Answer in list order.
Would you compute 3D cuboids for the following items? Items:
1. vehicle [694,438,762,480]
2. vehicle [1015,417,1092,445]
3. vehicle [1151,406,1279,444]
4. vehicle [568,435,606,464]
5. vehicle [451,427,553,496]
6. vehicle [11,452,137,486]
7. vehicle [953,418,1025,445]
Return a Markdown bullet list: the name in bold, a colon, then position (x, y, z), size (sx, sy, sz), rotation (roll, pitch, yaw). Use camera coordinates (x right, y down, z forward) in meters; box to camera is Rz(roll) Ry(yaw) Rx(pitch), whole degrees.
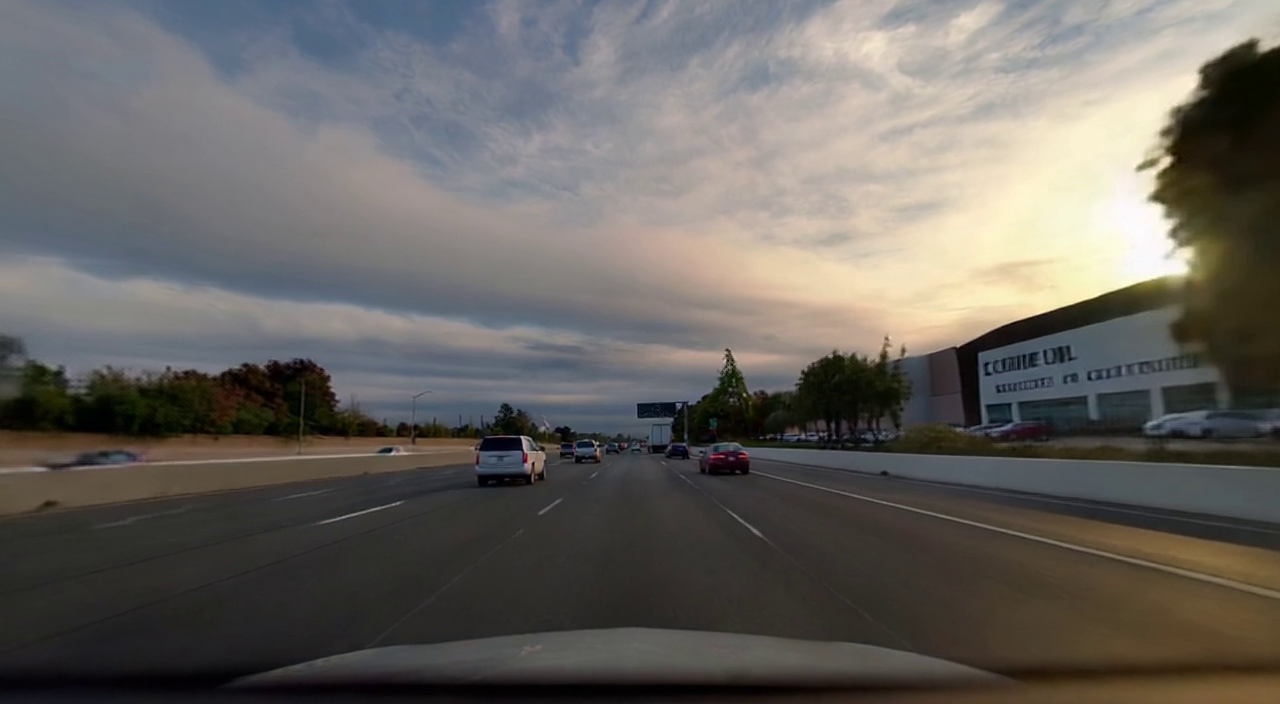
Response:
- **vehicle**: position (3.464, 4.315, 25.804), size (1.957, 1.510, 4.643), rotation (0, -8, -2)
- **vehicle**: position (32.367, 6.250, 49.689), size (2.264, 1.993, 5.565), rotation (-1, -9, 0)
- **vehicle**: position (32.512, 4.224, 35.805), size (2.133, 1.930, 5.924), rotation (-1, -8, 0)
- **vehicle**: position (-3.867, 7.308, 47.427), size (2.410, 1.981, 5.355), rotation (0, -8, 0)
- **vehicle**: position (-3.910, 3.185, 18.703), size (1.987, 1.765, 4.508), rotation (0, -8, 0)
- **vehicle**: position (-27.983, 5.756, 31.468), size (1.949, 1.470, 4.676), rotation (0, -8, 0)
- **vehicle**: position (27.433, 6.376, 49.950), size (2.098, 1.922, 6.223), rotation (-1, -9, -1)
